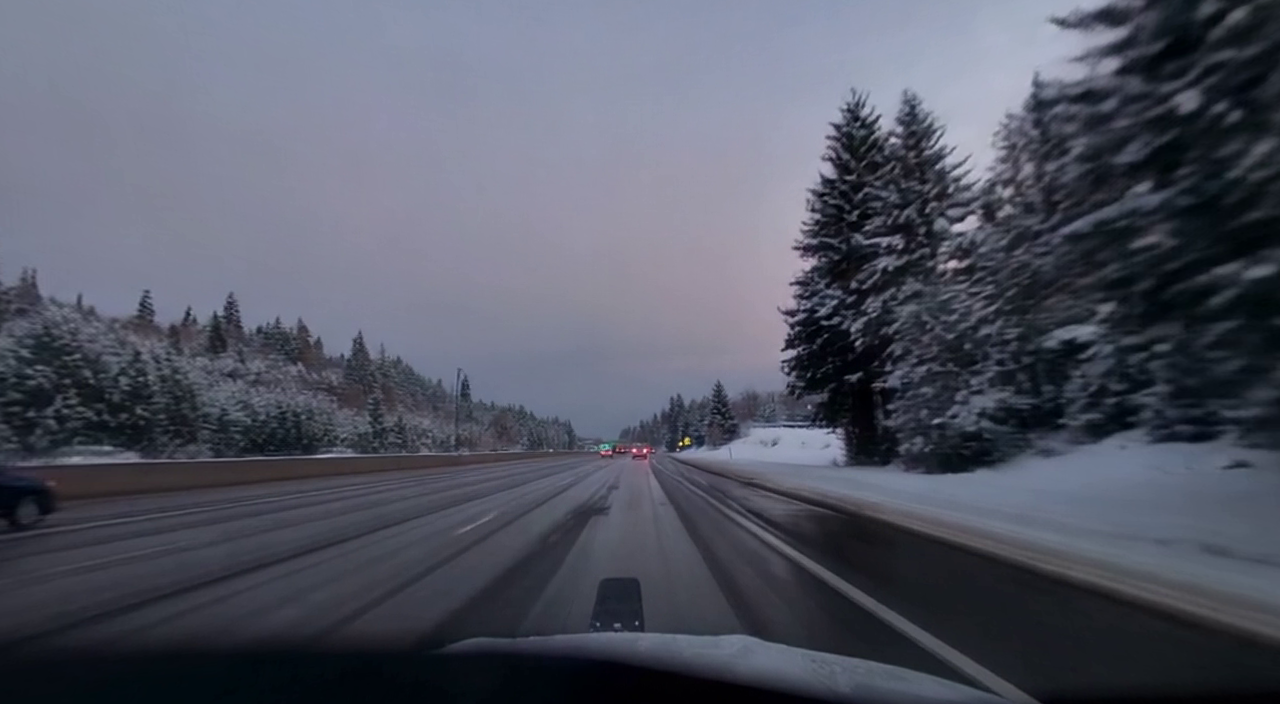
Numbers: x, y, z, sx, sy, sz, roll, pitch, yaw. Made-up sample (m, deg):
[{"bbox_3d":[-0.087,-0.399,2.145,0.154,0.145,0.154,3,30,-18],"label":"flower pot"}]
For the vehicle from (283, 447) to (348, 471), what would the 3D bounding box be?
[{"bbox_3d":[-22.448,7.383,43.975,1.911,1.534,4.817,-1,-8,1],"label":"vehicle"}]
